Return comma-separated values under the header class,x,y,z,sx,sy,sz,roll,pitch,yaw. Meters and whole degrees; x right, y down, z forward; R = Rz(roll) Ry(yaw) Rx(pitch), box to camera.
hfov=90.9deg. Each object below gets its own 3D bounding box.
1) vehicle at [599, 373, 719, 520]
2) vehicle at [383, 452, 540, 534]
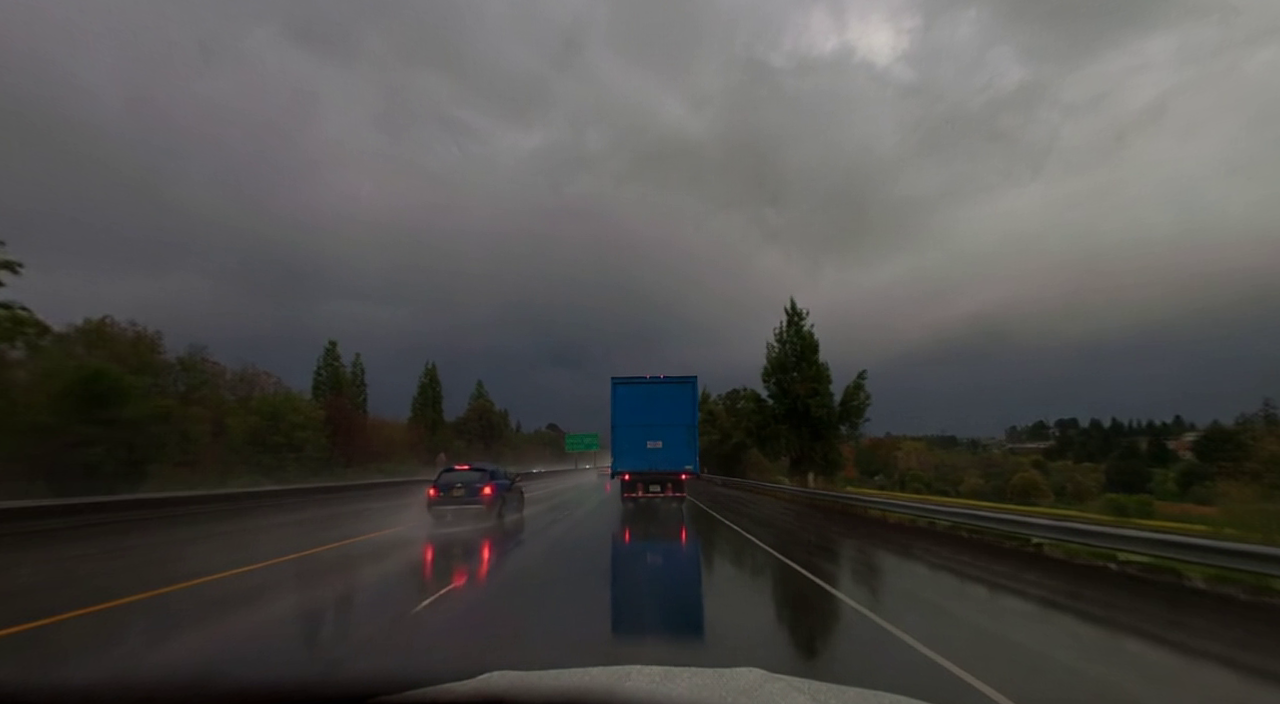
class,x,y,z,sx,sy,sz,roll,pitch,yaw
vehicle,0.514,3.238,20.800,3.008,3.678,9.512,1,-10,0
vehicle,-3.782,3.135,14.446,2.079,1.506,4.821,0,-10,1
